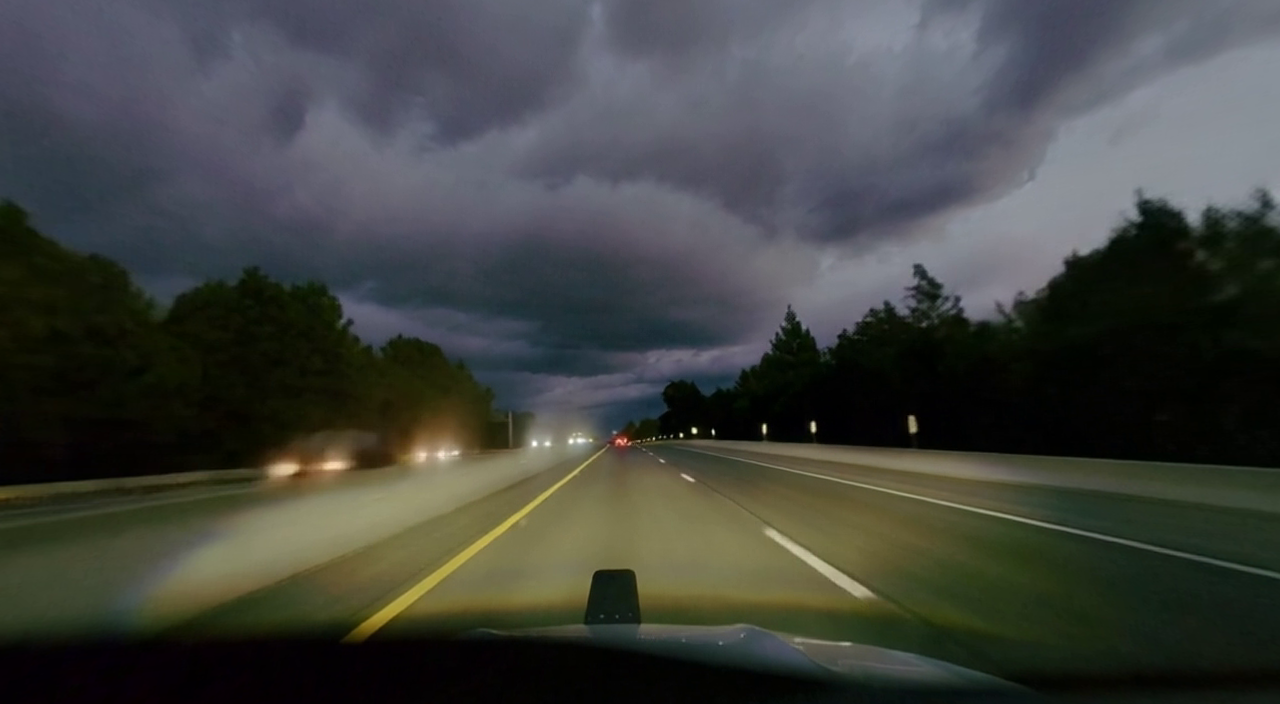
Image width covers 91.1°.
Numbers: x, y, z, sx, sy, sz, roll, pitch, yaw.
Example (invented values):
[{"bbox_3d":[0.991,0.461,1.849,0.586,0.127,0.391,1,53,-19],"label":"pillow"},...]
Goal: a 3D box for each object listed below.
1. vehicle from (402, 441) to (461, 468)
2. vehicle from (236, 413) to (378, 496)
[{"bbox_3d":[-14.759,7.268,44.837,2.898,1.726,3.957,0,-8,-1],"label":"vehicle"},{"bbox_3d":[-10.456,3.228,20.232,2.115,2.326,4.480,0,-8,-1],"label":"vehicle"}]
